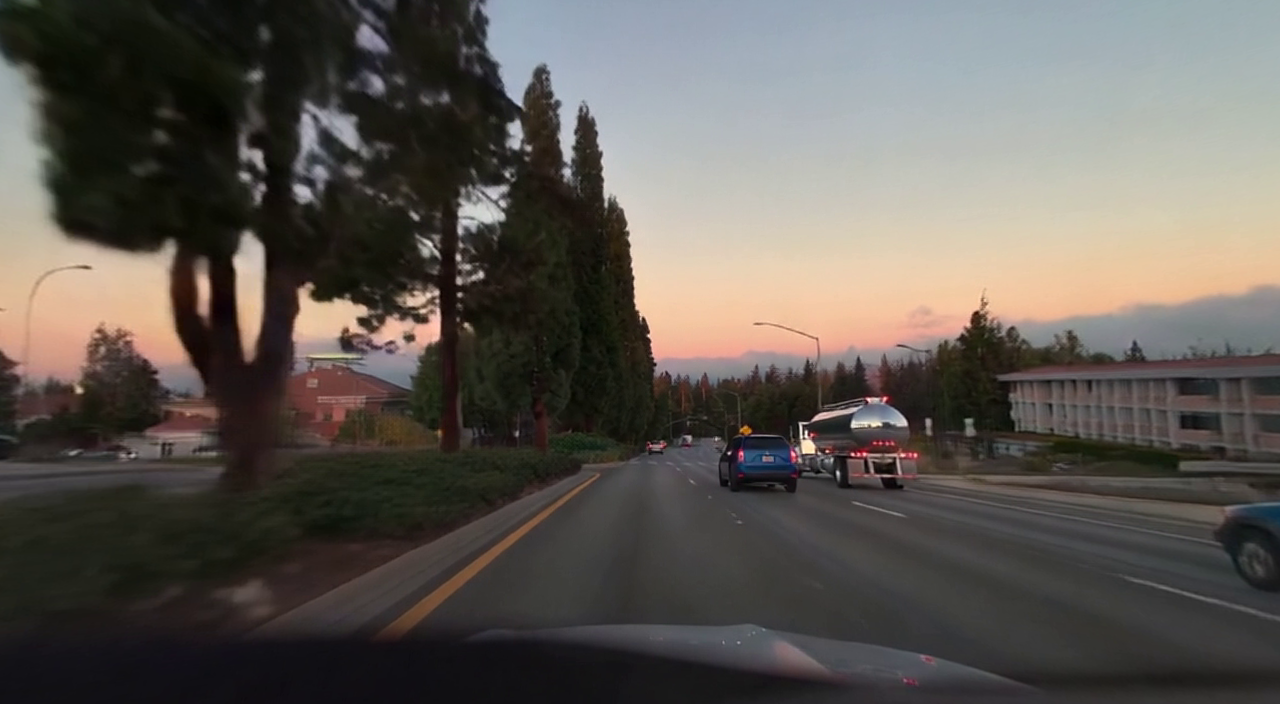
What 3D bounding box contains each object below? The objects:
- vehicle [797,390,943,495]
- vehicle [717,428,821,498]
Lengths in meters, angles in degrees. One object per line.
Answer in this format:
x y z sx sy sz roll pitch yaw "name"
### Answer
7.898 3.249 22.671 2.849 3.207 6.275 0 -8 0 "vehicle"
3.514 3.121 18.113 2.045 1.729 4.532 0 -8 0 "vehicle"
